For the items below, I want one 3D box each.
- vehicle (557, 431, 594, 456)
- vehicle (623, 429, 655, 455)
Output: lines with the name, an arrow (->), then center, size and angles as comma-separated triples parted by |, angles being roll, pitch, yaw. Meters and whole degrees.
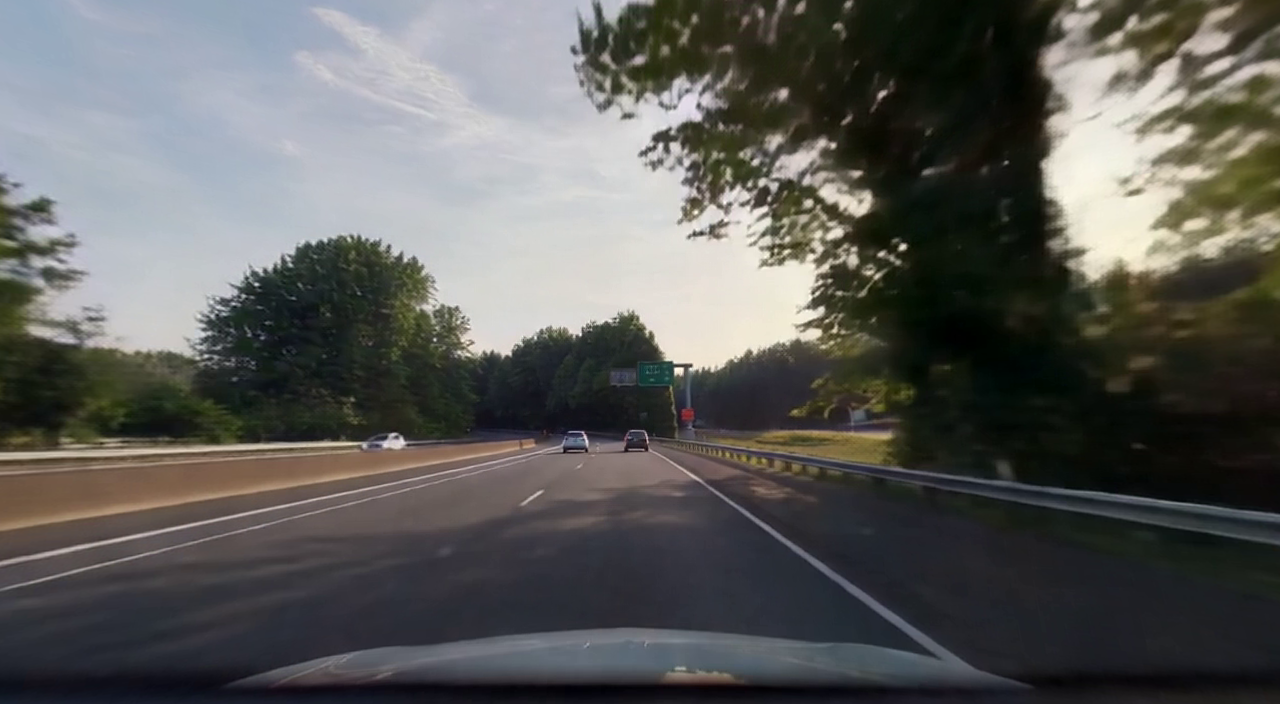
vehicle -> -4.269, 6.098, 42.157 | 2.055, 1.610, 4.116 | 0, -8, 0
vehicle -> -0.080, 6.573, 46.155 | 2.170, 1.790, 4.490 | 0, -8, 0
